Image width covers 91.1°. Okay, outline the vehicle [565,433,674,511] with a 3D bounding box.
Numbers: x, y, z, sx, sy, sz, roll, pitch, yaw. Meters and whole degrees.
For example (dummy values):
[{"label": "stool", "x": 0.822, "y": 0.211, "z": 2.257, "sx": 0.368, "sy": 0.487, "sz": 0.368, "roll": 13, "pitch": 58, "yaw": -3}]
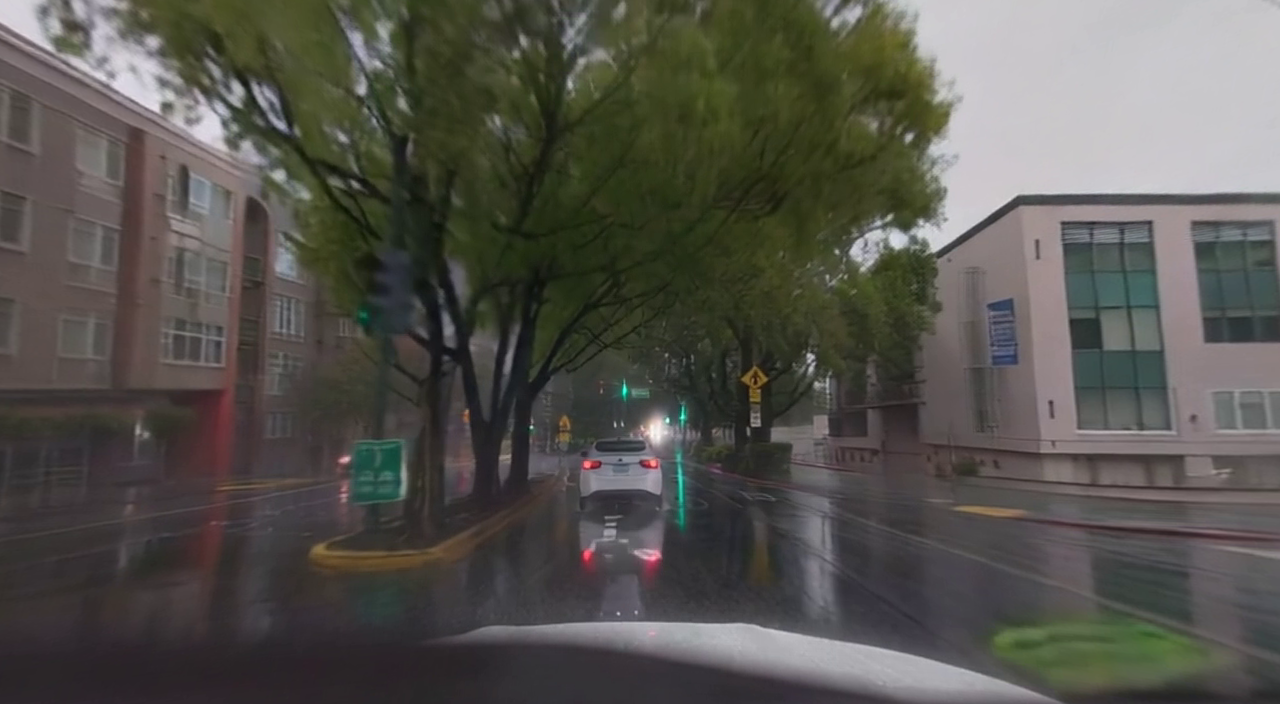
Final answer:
[{"label": "vehicle", "x": -0.612, "y": 2.466, "z": 13.581, "sx": 1.950, "sy": 1.401, "sz": 4.159, "roll": 1, "pitch": -8, "yaw": -7}]
